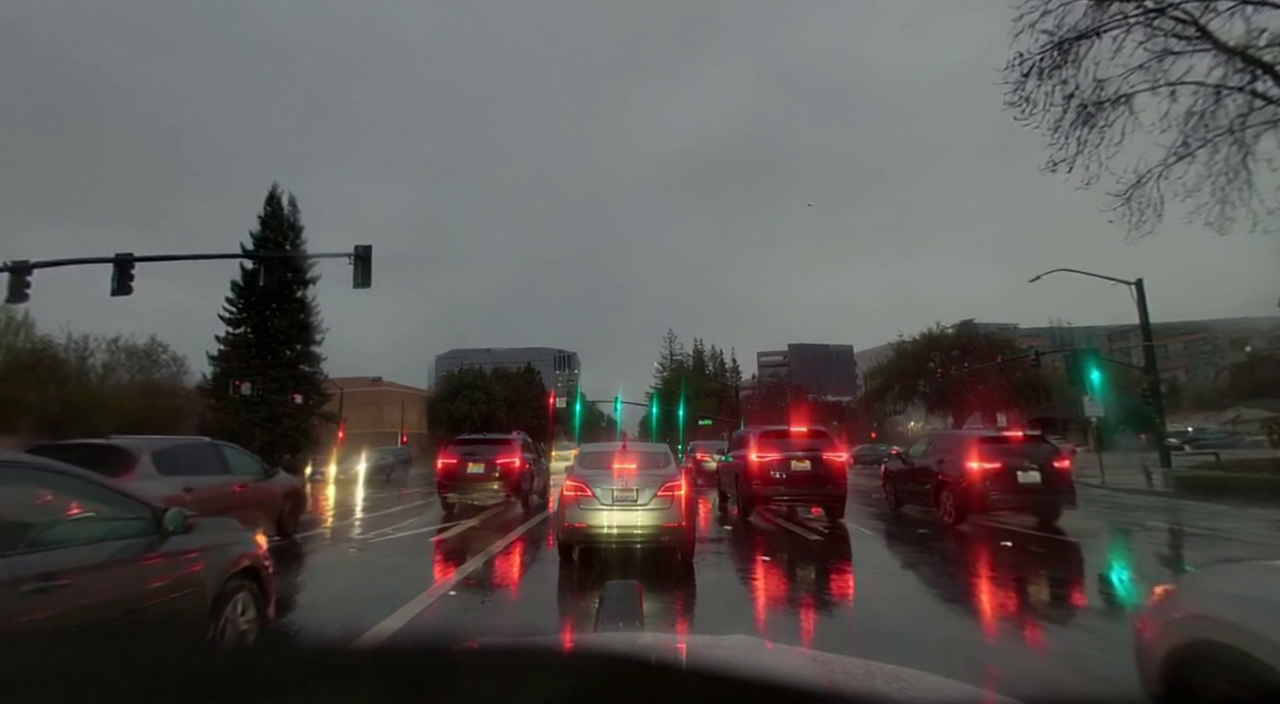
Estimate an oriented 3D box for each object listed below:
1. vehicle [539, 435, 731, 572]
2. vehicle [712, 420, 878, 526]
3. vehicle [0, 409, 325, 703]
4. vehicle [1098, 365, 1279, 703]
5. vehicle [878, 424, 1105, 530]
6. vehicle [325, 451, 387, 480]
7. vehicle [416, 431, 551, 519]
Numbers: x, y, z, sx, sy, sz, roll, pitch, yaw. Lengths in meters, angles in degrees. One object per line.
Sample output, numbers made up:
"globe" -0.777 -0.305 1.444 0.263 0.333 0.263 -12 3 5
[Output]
"vehicle" -0.106 1.952 8.948 2.098 1.461 3.958 0 -8 -2
"vehicle" 2.895 2.381 13.002 2.138 1.778 4.422 0 -8 -2
"vehicle" -3.201 0.926 2.074 2.045 1.463 4.490 0 -8 -1
"vehicle" 3.062 0.571 0.273 1.996 1.566 4.917 0 -8 -1
"vehicle" 6.494 2.335 12.367 1.945 1.706 4.190 0 -8 -1
"vehicle" -18.264 7.284 40.853 1.933 1.677 4.508 0 -8 0
"vehicle" -3.380 2.743 14.608 2.033 1.714 4.278 0 -8 0
